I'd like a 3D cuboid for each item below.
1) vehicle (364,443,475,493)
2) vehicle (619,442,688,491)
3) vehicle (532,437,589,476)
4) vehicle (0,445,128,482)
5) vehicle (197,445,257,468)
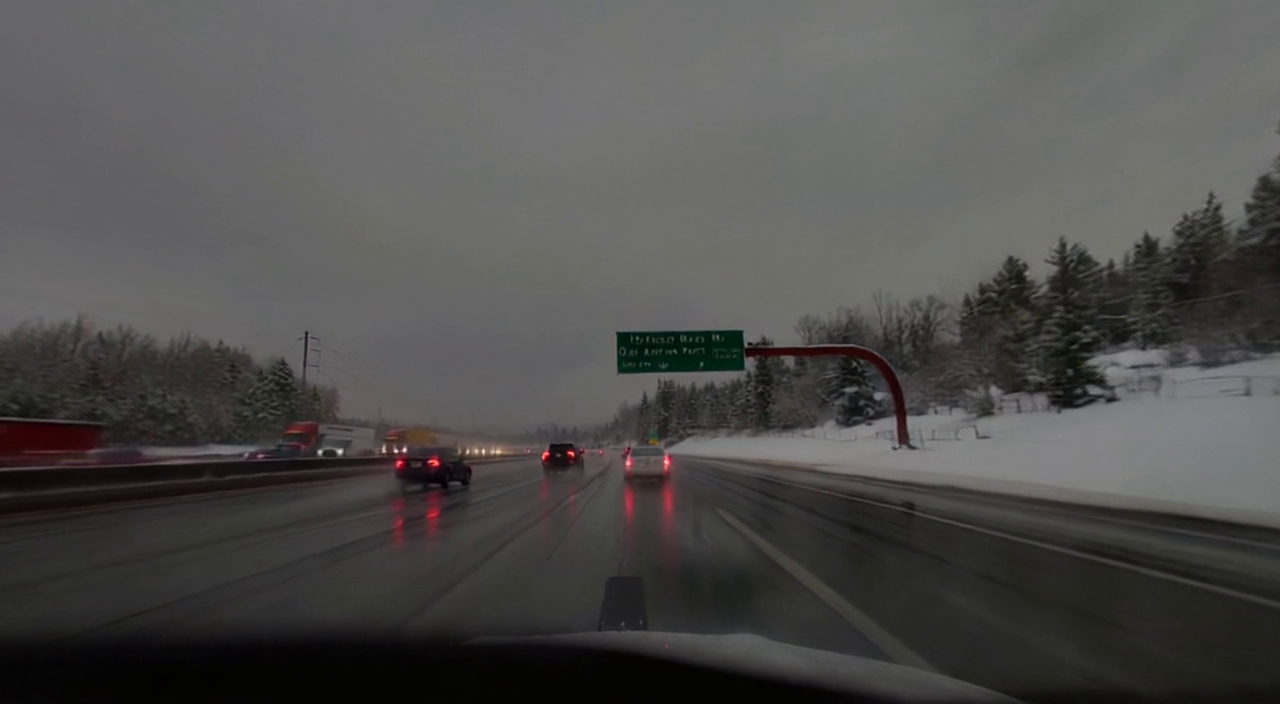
[{"bbox_3d":[-7.174,3.791,21.133,1.974,1.464,4.733,0,-8,0],"label":"vehicle"},{"bbox_3d":[0.364,3.800,21.337,2.082,1.482,4.126,0,-8,-1],"label":"vehicle"},{"bbox_3d":[-3.818,5.134,31.164,2.289,1.777,4.534,0,-8,-1],"label":"vehicle"},{"bbox_3d":[-25.230,4.871,27.821,1.868,1.480,4.180,0,-8,-3],"label":"vehicle"},{"bbox_3d":[-30.213,7.599,46.246,1.822,1.595,4.076,1,-8,-4],"label":"vehicle"}]
